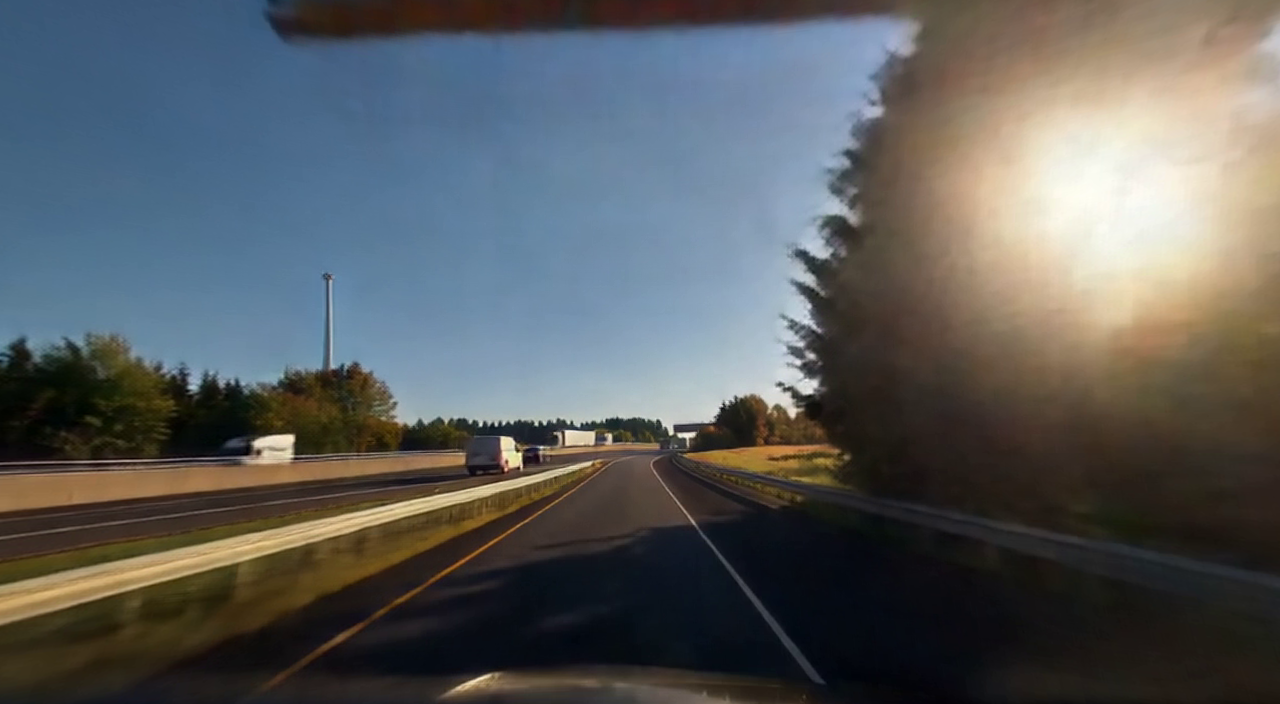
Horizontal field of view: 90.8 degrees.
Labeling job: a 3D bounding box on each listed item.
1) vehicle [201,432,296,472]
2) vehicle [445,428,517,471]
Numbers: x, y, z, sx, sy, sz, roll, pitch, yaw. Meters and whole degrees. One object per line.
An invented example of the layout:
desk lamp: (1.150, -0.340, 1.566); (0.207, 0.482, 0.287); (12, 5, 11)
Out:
vehicle: (-29.291, 7.510, 47.586); (2.684, 2.789, 5.961); (-2, -9, 9)
vehicle: (-11.049, 6.936, 44.774); (2.344, 2.702, 7.709); (-1, -9, 6)
